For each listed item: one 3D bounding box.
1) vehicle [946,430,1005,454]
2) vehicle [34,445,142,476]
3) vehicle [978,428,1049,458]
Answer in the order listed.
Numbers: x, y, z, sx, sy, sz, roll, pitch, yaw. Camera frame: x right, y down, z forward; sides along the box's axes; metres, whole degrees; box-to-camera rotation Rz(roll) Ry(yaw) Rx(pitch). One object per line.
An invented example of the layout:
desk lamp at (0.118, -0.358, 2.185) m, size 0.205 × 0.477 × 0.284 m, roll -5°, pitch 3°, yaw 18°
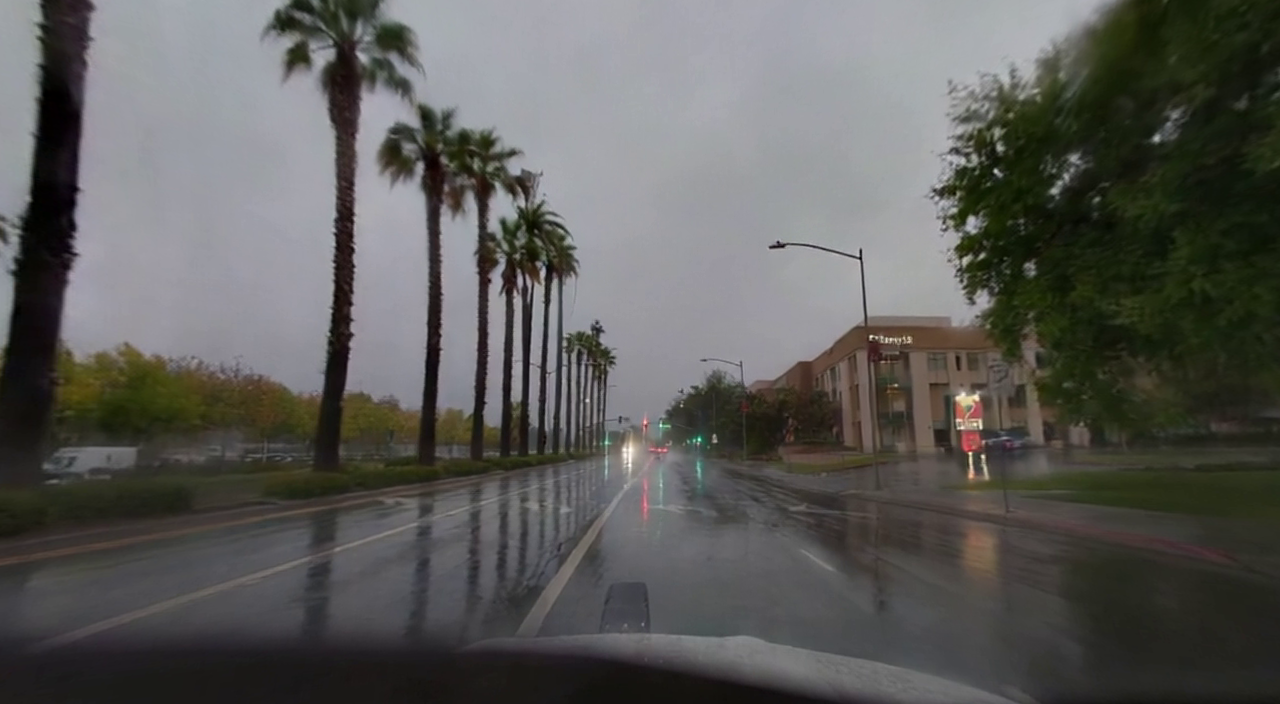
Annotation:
vehicle at (26.147, 7.065, 49.286) m, size 2.095 × 1.692 × 5.051 m, roll -2°, pitch -10°, yaw 4°
vehicle at (-34.635, 6.799, 39.770) m, size 2.020 × 1.768 × 5.003 m, roll 0°, pitch -9°, yaw 4°
vehicle at (24.237, 5.972, 41.097) m, size 2.222 × 1.818 × 5.099 m, roll -1°, pitch -9°, yaw 10°
